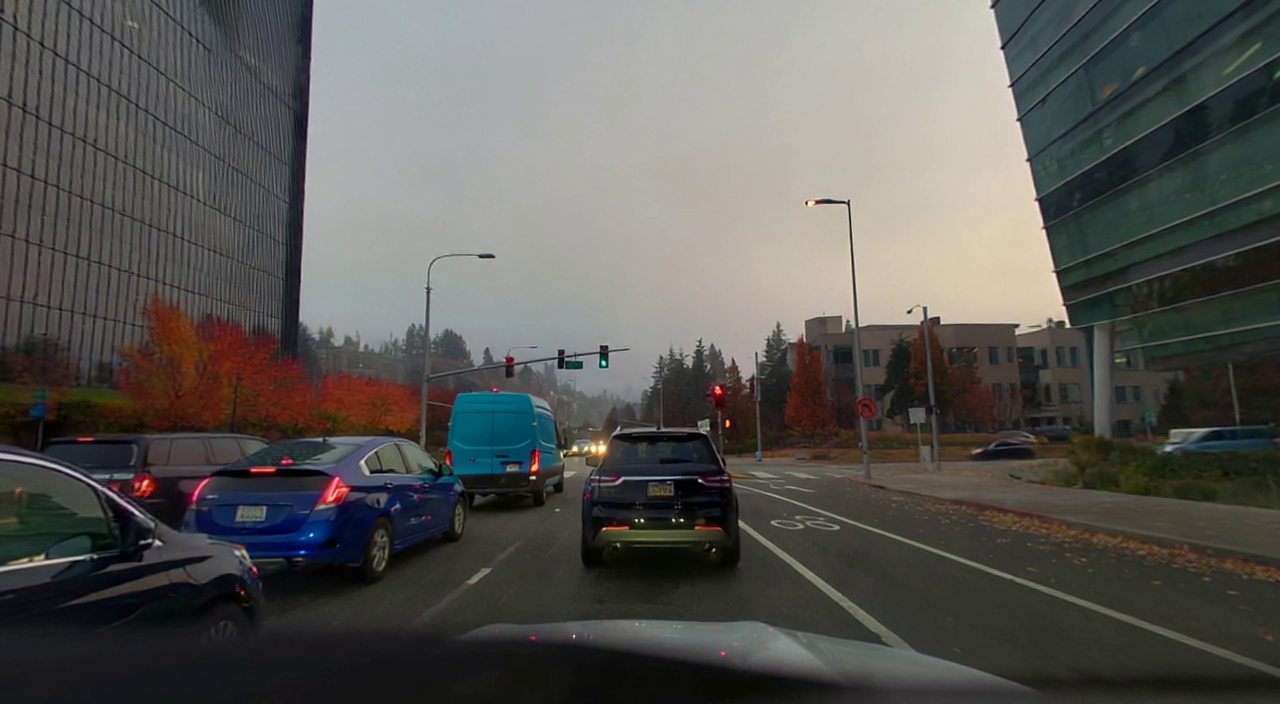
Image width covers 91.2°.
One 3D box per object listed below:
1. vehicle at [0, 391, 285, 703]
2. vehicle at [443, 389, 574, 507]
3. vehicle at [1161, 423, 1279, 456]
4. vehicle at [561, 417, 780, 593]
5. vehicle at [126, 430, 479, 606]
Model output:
[{"bbox_3d":[-2.905,0.817,1.515,1.893,1.491,3.798,0,-9,-1],"label":"vehicle"},{"bbox_3d":[-3.265,2.593,17.040,2.343,2.635,5.684,0,-9,-1],"label":"vehicle"},{"bbox_3d":[28.447,4.335,30.814,1.762,1.487,4.488,-1,-9,1],"label":"vehicle"},{"bbox_3d":[0.199,1.669,7.568,1.979,1.562,3.630,0,-9,-3],"label":"vehicle"},{"bbox_3d":[-3.480,1.774,7.616,1.955,1.499,4.223,0,-9,0],"label":"vehicle"}]
